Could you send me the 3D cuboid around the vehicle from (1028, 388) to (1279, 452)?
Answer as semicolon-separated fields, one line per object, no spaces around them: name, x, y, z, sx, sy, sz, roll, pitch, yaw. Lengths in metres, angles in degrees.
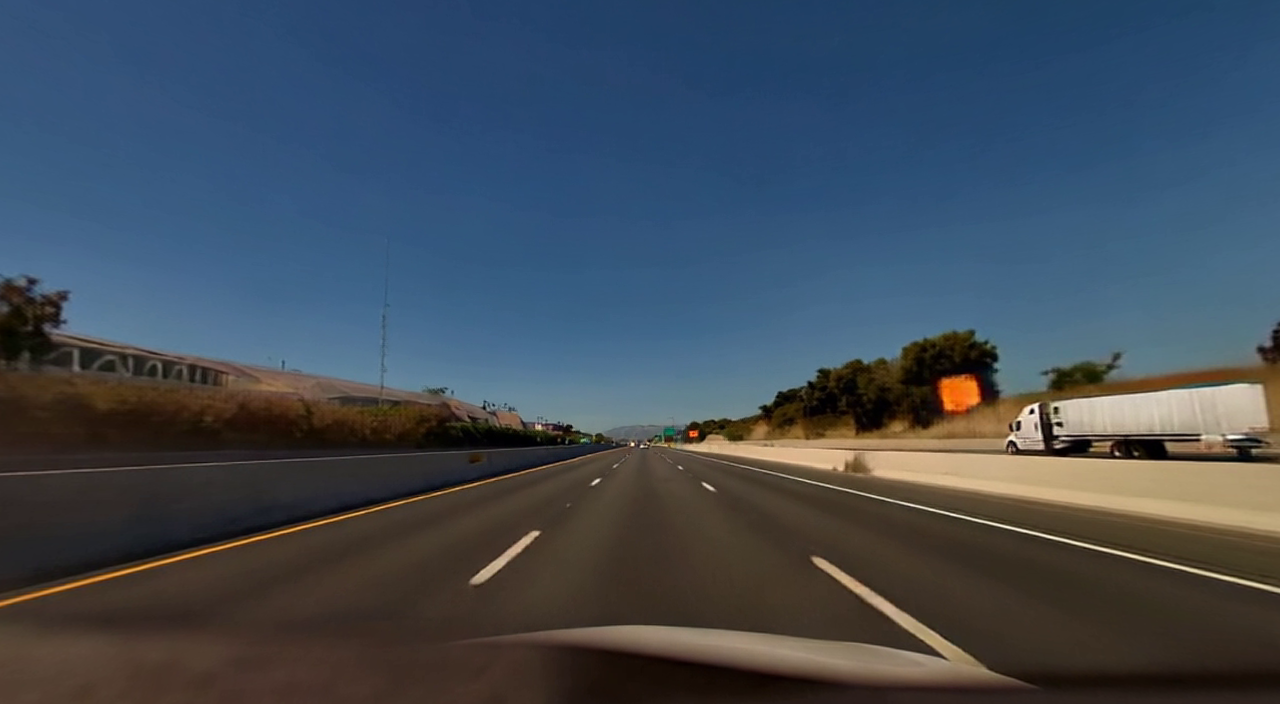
vehicle;36.872;5.170;45.757;2.836;4.027;14.280;8;-11;-43
